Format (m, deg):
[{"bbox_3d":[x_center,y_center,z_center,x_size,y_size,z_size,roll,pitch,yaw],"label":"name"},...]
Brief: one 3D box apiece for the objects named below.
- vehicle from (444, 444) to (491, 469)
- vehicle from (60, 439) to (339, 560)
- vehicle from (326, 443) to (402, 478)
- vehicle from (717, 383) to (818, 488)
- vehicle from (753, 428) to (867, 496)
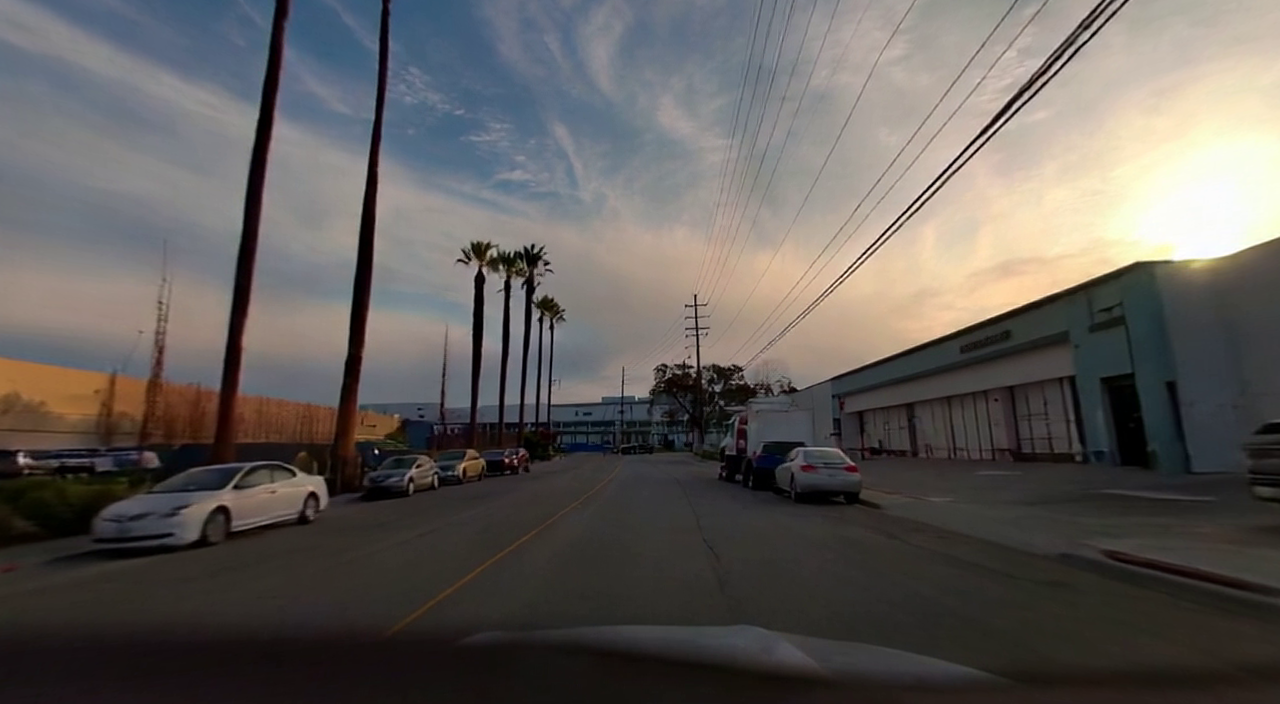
[{"bbox_3d":[-13.440,8.133,49.593,2.104,1.817,5.693,0,-9,0],"label":"vehicle"},{"bbox_3d":[-7.386,2.431,11.271,1.936,1.632,4.145,-3,-8,2],"label":"vehicle"},{"bbox_3d":[-16.036,6.310,37.022,2.156,1.864,4.908,-1,-9,1],"label":"vehicle"},{"bbox_3d":[5.111,3.696,27.418,2.933,3.697,10.065,-1,-9,4],"label":"vehicle"},{"bbox_3d":[4.924,3.278,19.190,2.141,1.739,5.130,0,-9,1],"label":"vehicle"}]
